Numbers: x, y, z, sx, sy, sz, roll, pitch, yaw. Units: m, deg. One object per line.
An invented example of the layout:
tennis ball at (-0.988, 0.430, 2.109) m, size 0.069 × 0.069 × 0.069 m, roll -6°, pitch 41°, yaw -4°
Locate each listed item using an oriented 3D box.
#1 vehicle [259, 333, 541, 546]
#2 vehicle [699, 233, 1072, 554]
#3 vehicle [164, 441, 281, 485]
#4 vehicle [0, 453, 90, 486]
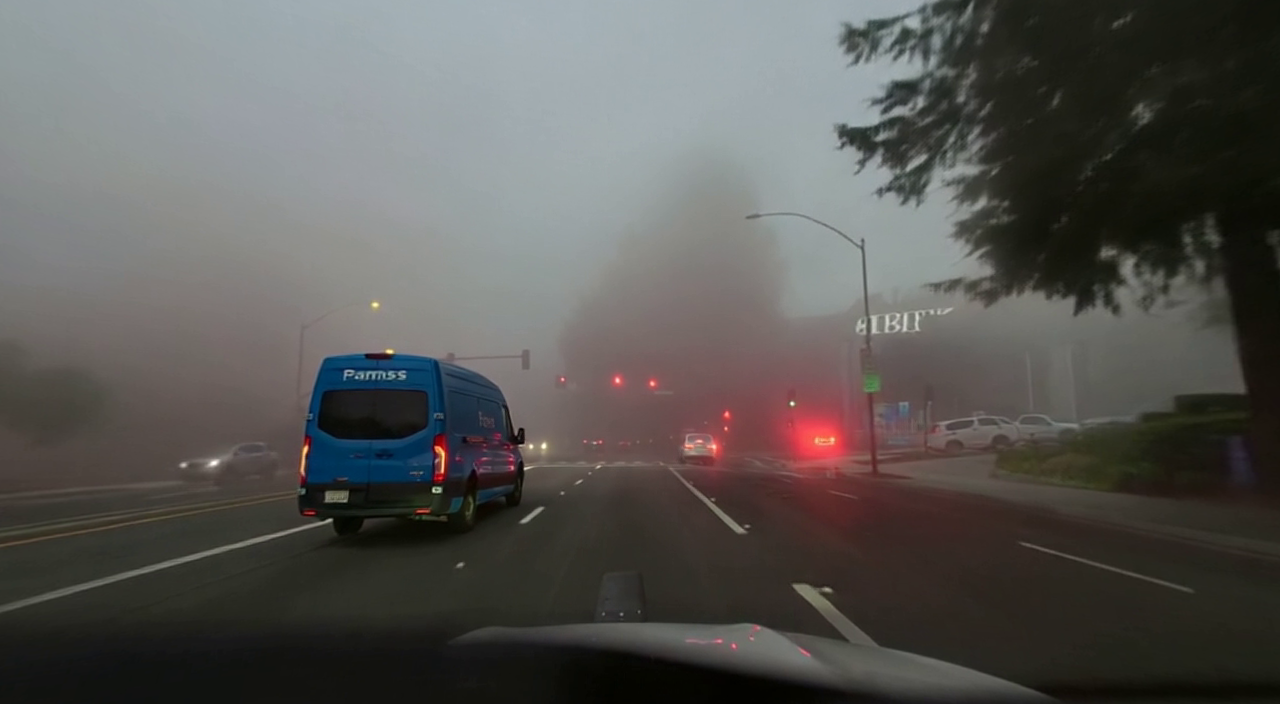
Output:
vehicle at (-3.631, 1.611, 11.551) m, size 2.443 × 2.784 × 6.493 m, roll 0°, pitch -9°, yaw 1°
vehicle at (3.083, 1.130, 11.806) m, size 2.861 × 3.525 × 9.858 m, roll 0°, pitch -9°, yaw -1°
vehicle at (-18.475, 4.911, 28.302) m, size 2.036 × 1.742 × 4.756 m, roll 0°, pitch -9°, yaw -1°
vehicle at (-31.326, 5.915, 31.865) m, size 4.955 × 1.514 × 1.973 m, roll 3°, pitch -9°, yaw -29°
